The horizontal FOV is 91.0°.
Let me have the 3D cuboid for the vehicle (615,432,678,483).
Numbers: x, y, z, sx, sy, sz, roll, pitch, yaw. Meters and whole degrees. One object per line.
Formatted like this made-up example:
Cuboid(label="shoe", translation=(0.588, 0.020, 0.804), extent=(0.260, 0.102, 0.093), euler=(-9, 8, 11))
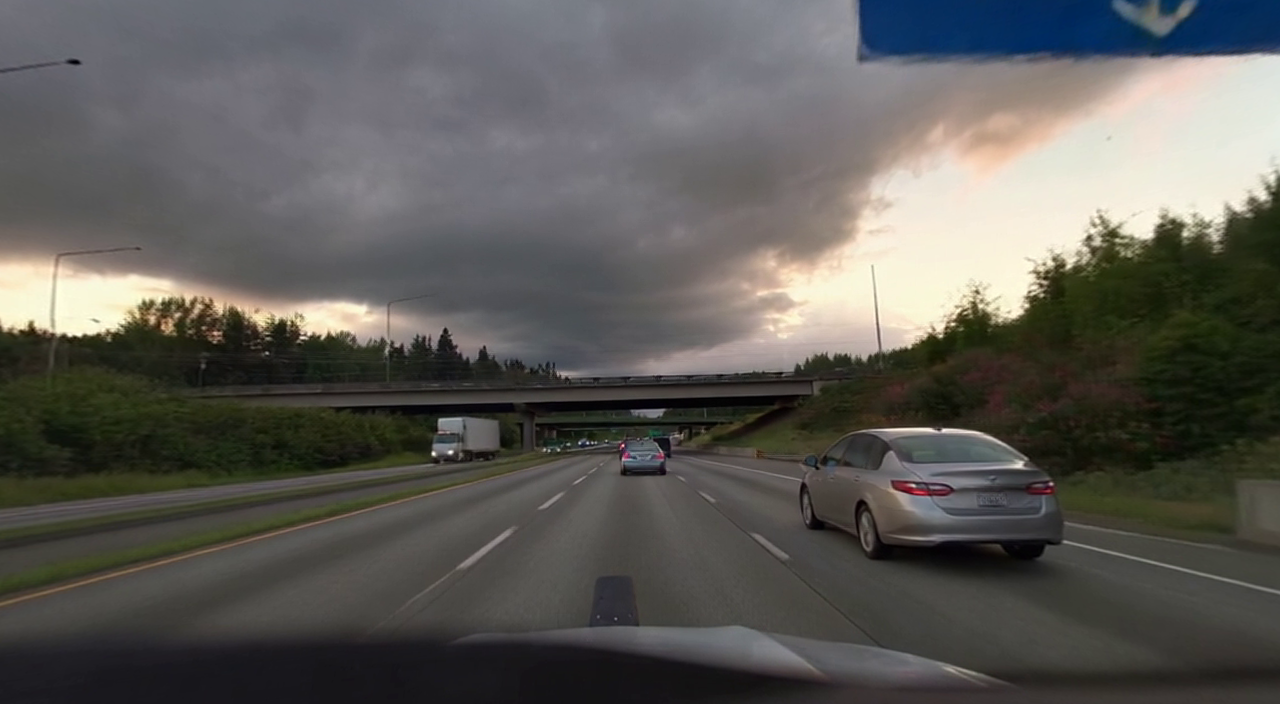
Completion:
Cuboid(label="vehicle", translation=(0.136, 3.767, 22.831), extent=(2.092, 1.636, 4.024), euler=(0, -8, -2))
